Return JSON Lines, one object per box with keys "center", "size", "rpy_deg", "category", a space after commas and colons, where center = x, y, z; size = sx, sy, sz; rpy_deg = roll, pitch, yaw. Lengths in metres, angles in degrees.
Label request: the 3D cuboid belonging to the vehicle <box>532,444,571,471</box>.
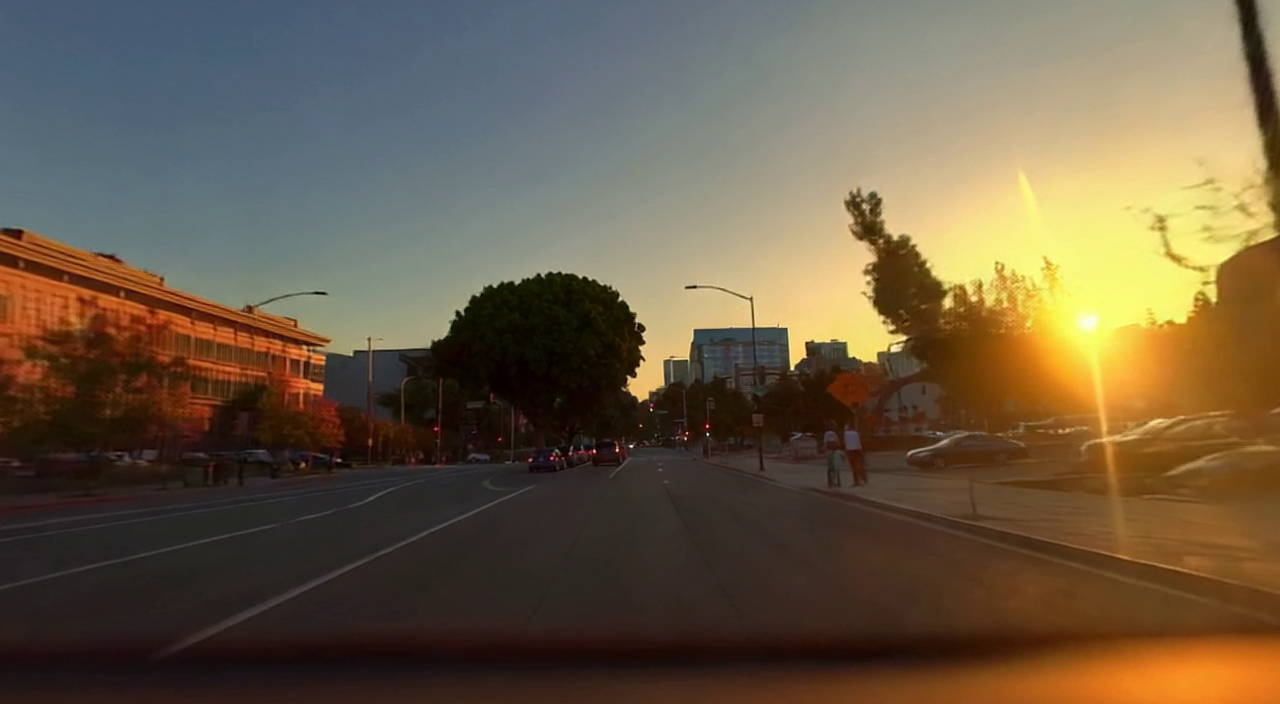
{"center": [-5.451, 6.526, 39.332], "size": [1.889, 1.572, 3.599], "rpy_deg": [0, -8, 1], "category": "vehicle"}
